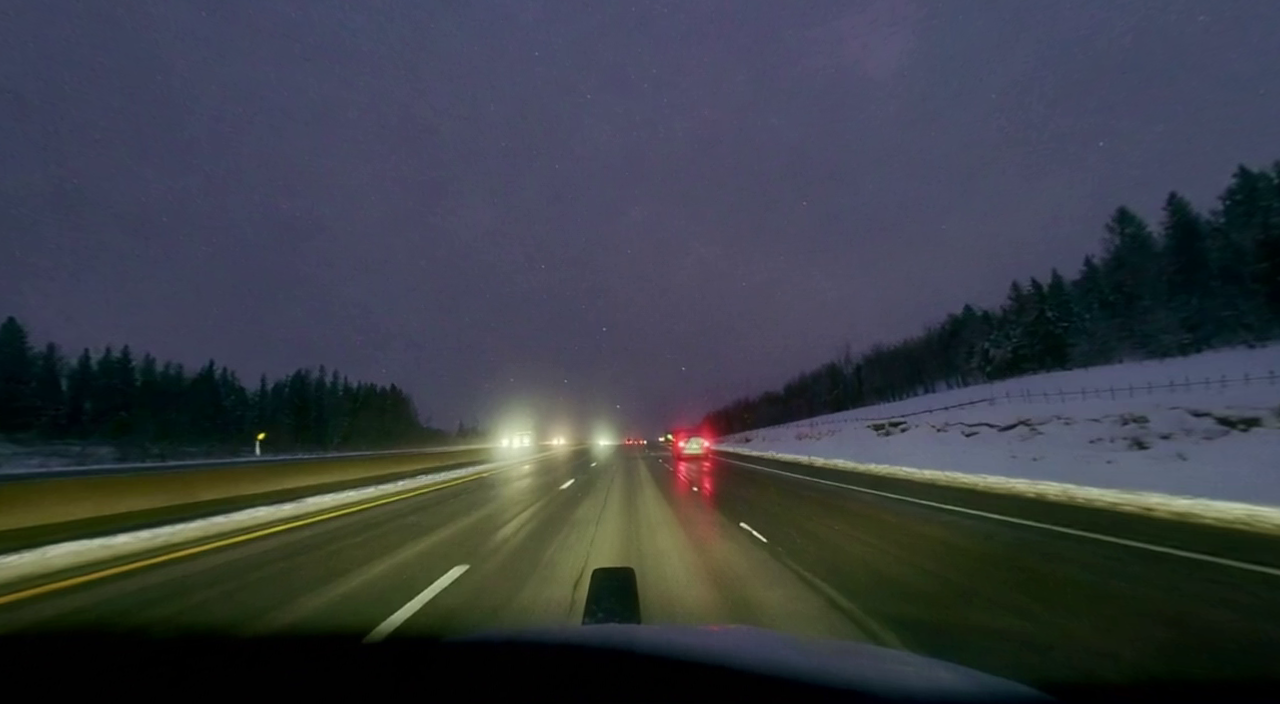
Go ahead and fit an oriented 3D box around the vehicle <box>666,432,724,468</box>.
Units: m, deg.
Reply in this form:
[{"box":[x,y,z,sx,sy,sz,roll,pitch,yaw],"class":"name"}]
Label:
[{"box":[2.635,4.836,31.207,2.349,1.651,4.161,0,-8,-2],"class":"vehicle"}]
